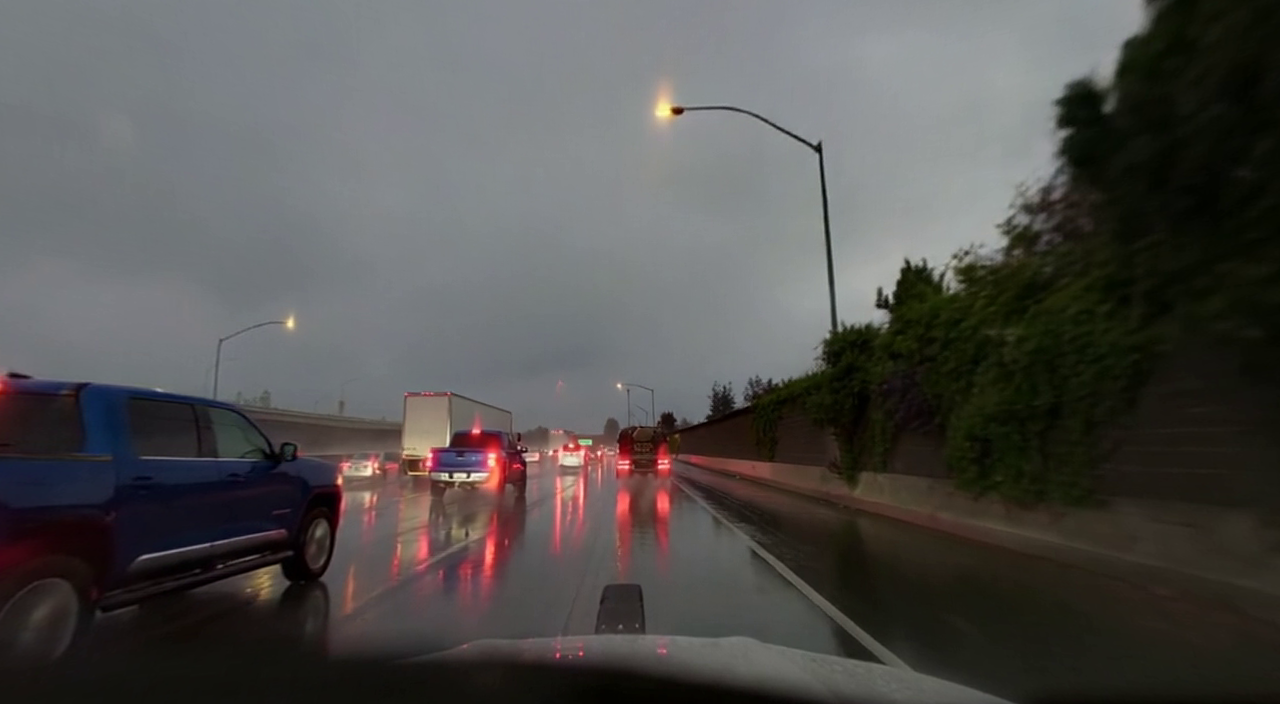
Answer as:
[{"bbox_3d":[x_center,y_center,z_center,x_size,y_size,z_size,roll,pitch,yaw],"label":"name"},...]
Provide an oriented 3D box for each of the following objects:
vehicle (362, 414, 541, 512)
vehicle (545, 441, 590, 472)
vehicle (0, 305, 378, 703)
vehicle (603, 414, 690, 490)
[{"bbox_3d":[-4.251,2.684,15.676,2.575,1.958,5.730,-1,-9,1],"label":"vehicle"},{"bbox_3d":[-4.687,6.862,41.576,2.329,1.859,4.823,0,-9,0],"label":"vehicle"},{"bbox_3d":[-3.548,0.866,3.080,2.303,1.835,5.044,0,-9,1],"label":"vehicle"},{"bbox_3d":[0.098,3.904,24.816,2.886,2.471,7.692,0,-9,-2],"label":"vehicle"}]
